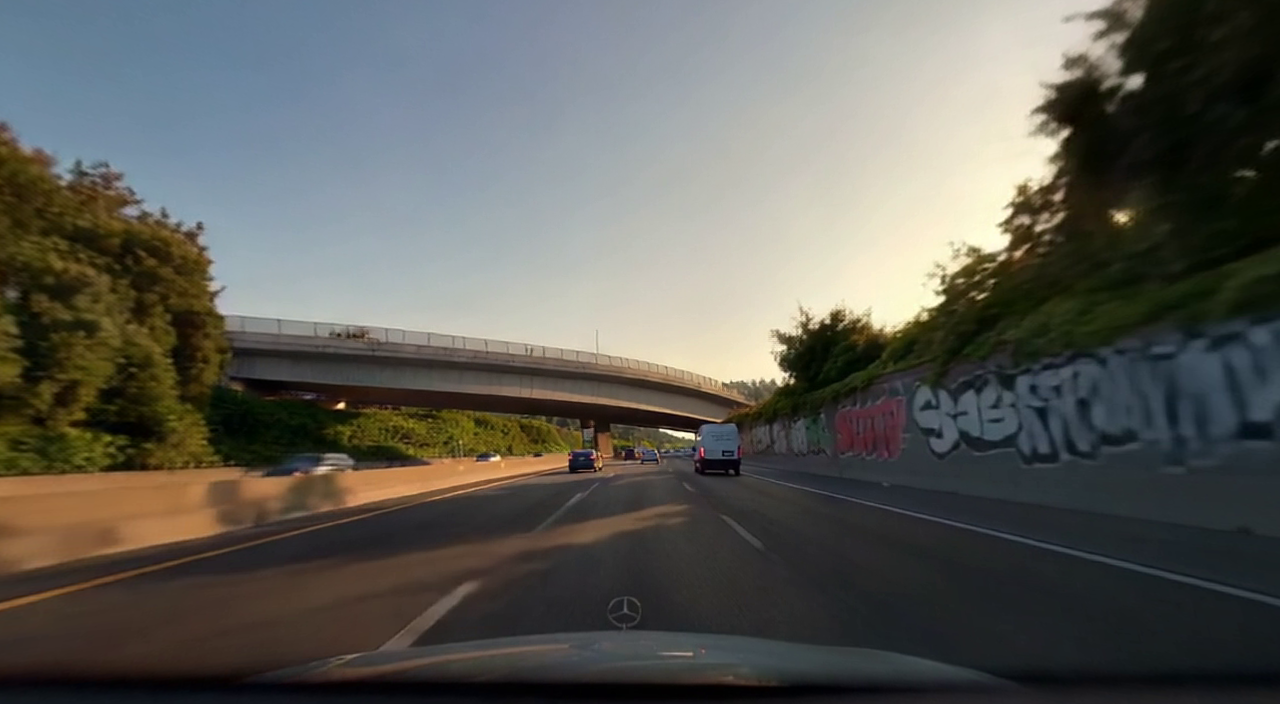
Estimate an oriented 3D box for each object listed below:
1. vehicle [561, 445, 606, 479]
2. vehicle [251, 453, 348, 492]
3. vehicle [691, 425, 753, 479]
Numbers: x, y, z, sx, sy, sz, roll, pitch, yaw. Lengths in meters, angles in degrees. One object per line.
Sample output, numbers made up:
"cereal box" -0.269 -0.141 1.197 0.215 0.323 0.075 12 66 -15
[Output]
"vehicle" -2.929 5.826 33.618 1.964 1.618 4.489 0 -9 0
"vehicle" -15.705 5.553 29.400 1.927 1.606 4.572 0 -9 1
"vehicle" 4.224 5.305 33.611 2.469 2.591 5.653 0 -9 0
